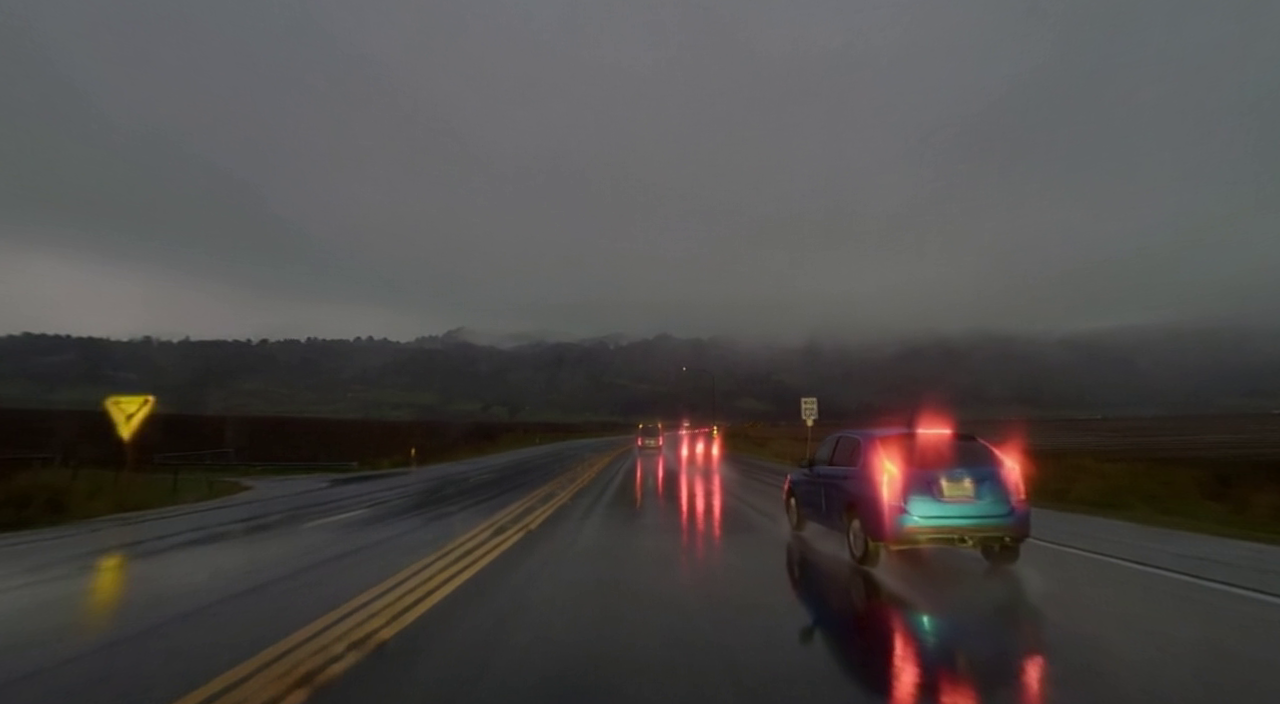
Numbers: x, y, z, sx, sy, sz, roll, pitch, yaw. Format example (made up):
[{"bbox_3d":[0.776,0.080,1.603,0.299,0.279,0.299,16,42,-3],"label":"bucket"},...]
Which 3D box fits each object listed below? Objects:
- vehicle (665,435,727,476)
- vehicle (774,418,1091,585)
[{"bbox_3d":[2.210,4.224,26.041,2.026,1.531,4.273,0,-8,-1],"label":"vehicle"},{"bbox_3d":[3.159,1.683,7.918,2.007,1.534,3.976,0,-8,-1],"label":"vehicle"}]
